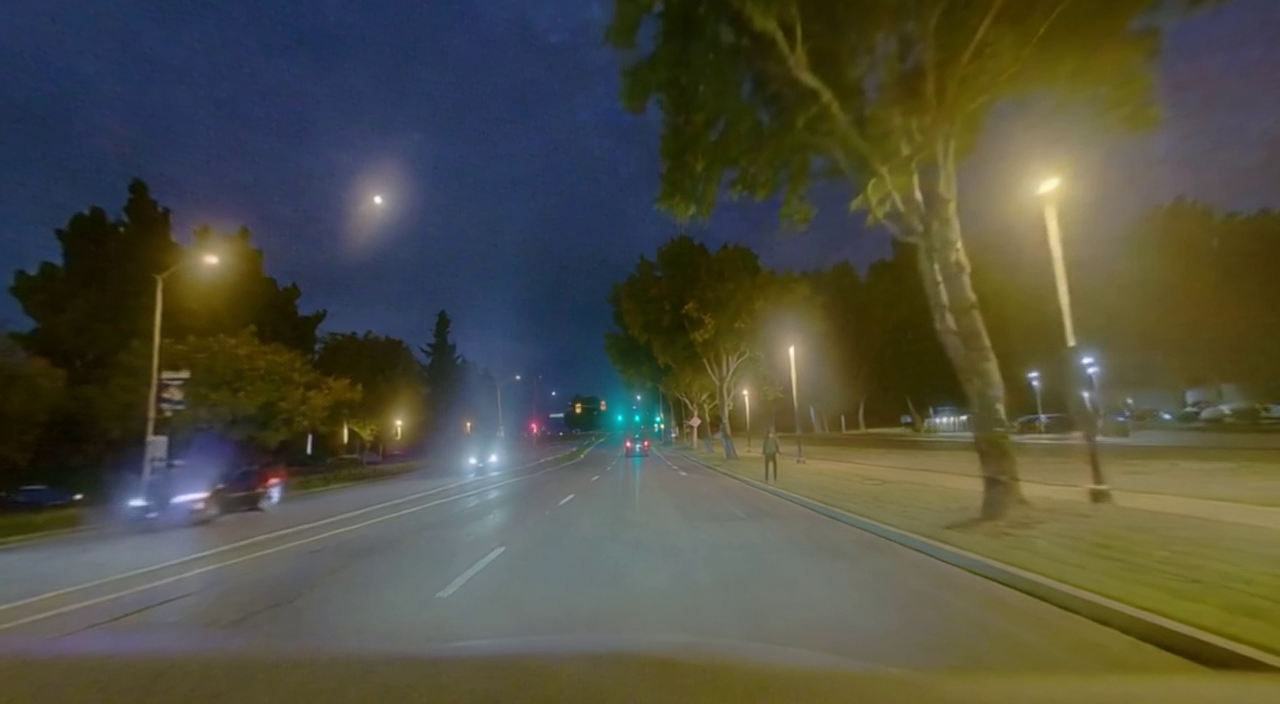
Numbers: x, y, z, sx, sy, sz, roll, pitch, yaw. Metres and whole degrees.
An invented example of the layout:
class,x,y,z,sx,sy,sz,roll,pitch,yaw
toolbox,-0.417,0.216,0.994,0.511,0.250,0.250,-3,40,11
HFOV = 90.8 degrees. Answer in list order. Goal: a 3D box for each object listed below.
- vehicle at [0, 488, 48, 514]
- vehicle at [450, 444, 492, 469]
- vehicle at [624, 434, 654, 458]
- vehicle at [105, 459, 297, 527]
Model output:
class,x,y,z,sx,sy,sz,roll,pitch,yaw
vehicle,-43.357,10.163,43.113,3.943,1.578,1.916,-1,-9,2
vehicle,-12.757,7.913,48.039,2.117,1.724,4.366,0,-8,-2
vehicle,-0.101,7.205,48.455,2.228,1.790,4.180,0,-8,0
vehicle,-11.498,3.674,17.052,2.011,1.475,4.536,0,-8,-2
